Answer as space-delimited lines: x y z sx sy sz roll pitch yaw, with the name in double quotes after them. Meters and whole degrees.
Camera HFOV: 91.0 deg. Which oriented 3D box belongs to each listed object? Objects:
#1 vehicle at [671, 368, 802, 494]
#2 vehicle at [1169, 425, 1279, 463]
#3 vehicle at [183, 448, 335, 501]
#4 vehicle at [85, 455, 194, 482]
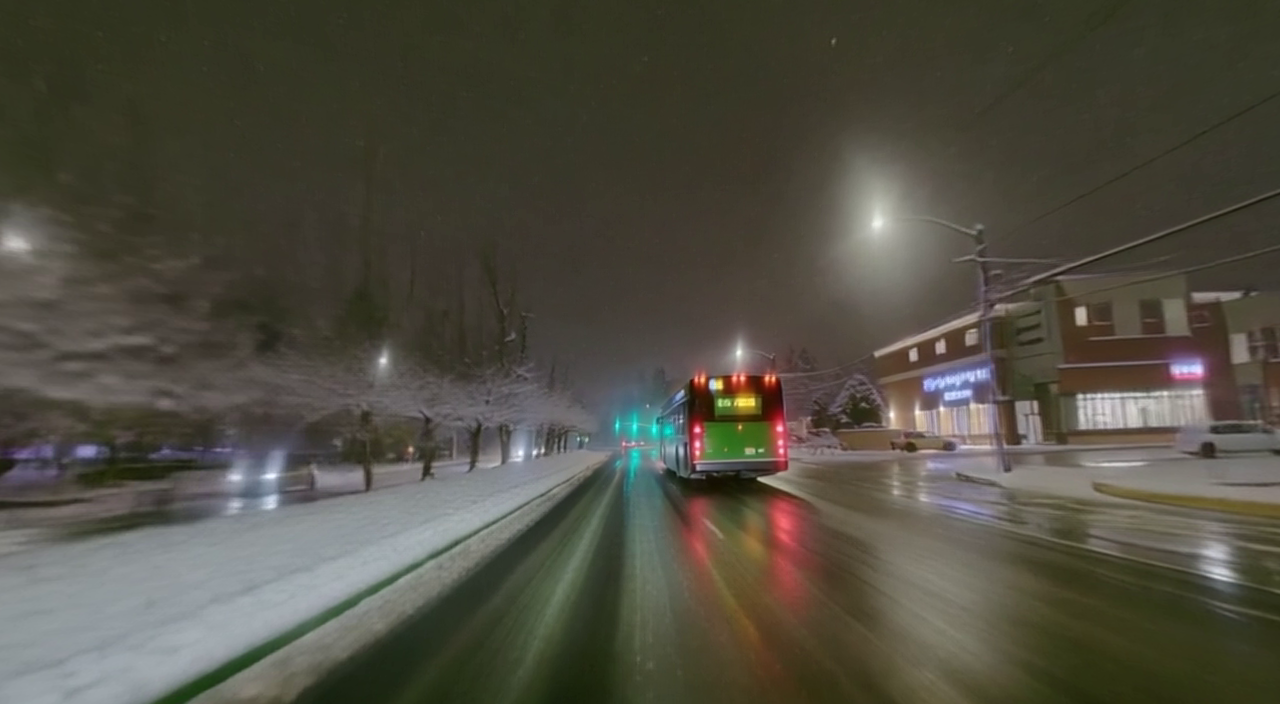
2.753 2.718 21.188 2.766 3.306 9.281 0 -8 -1 "vehicle"
23.993 3.600 24.685 4.659 1.434 1.900 -1 -8 2 "vehicle"
-12.412 3.984 20.955 2.081 1.492 4.668 0 -8 1 "vehicle"
-31.813 7.375 40.116 1.983 1.531 5.126 -8 -11 44 "vehicle"
